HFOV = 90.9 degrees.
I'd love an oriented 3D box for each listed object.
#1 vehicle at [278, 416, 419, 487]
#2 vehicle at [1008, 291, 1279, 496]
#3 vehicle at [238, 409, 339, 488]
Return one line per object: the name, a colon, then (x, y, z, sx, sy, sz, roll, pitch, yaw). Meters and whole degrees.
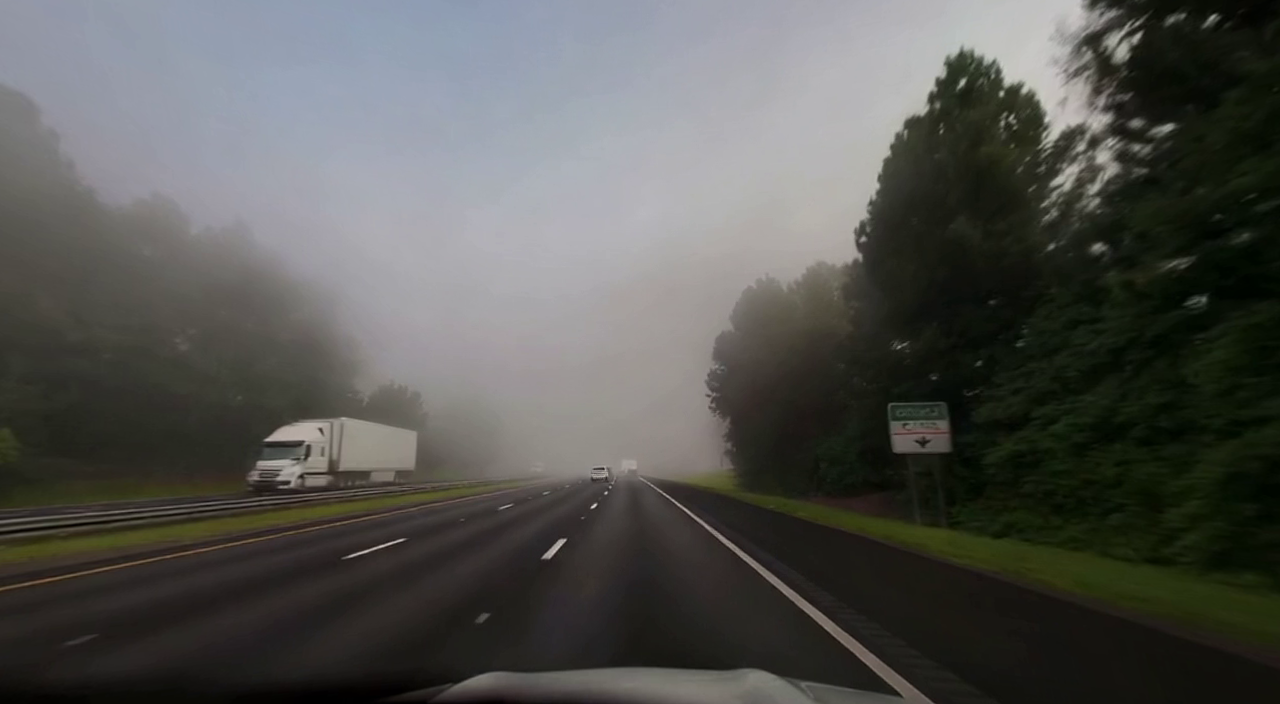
vehicle: (-18.292, 6.672, 41.202, 2.803, 3.838, 13.453, 1, -11, 0)
vehicle: (14.391, 1.289, 15.073, 2.826, 4.078, 14.044, 1, -11, 1)
vehicle: (-18.231, 5.052, 32.921, 3.106, 3.854, 3.189, 1, -10, -1)
